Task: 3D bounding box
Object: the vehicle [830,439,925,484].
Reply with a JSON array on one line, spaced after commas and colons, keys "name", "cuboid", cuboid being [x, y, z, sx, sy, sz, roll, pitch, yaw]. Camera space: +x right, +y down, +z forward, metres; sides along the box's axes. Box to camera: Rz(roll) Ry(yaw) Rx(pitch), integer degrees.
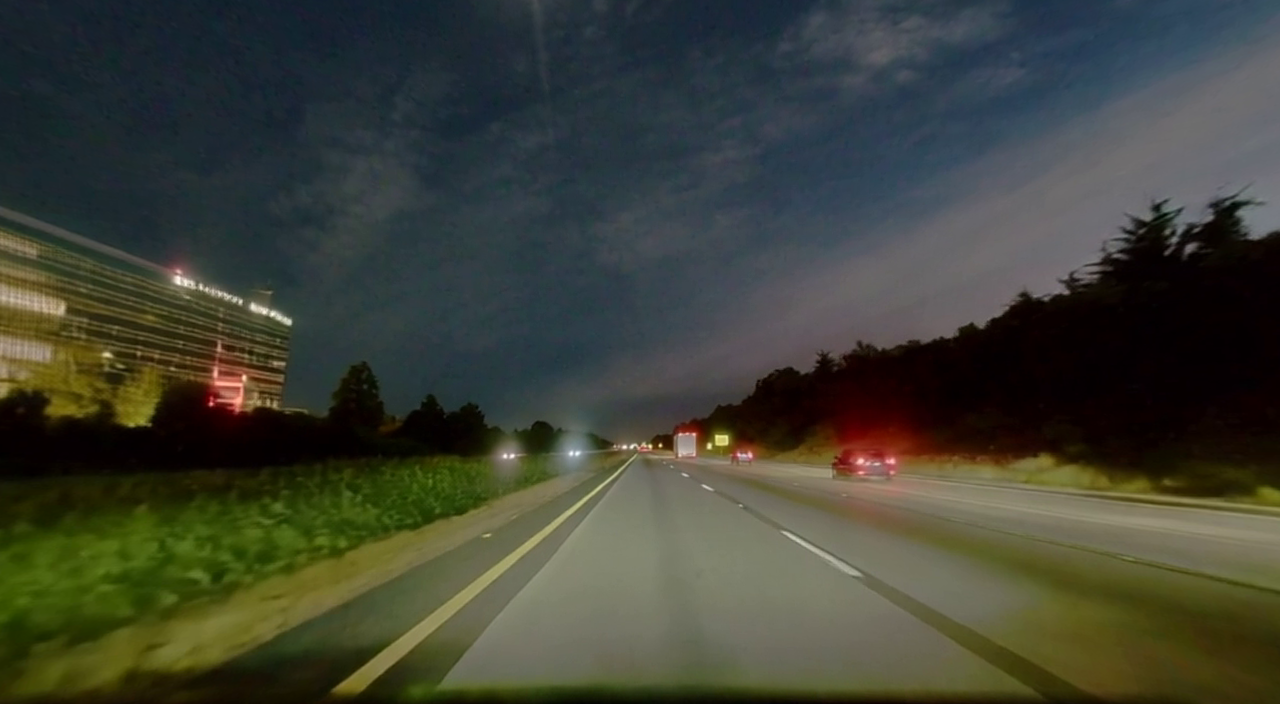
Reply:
[{"name": "vehicle", "cuboid": [10.171, 4.727, 27.485, 2.129, 1.735, 4.880, 0, -9, -1]}]
